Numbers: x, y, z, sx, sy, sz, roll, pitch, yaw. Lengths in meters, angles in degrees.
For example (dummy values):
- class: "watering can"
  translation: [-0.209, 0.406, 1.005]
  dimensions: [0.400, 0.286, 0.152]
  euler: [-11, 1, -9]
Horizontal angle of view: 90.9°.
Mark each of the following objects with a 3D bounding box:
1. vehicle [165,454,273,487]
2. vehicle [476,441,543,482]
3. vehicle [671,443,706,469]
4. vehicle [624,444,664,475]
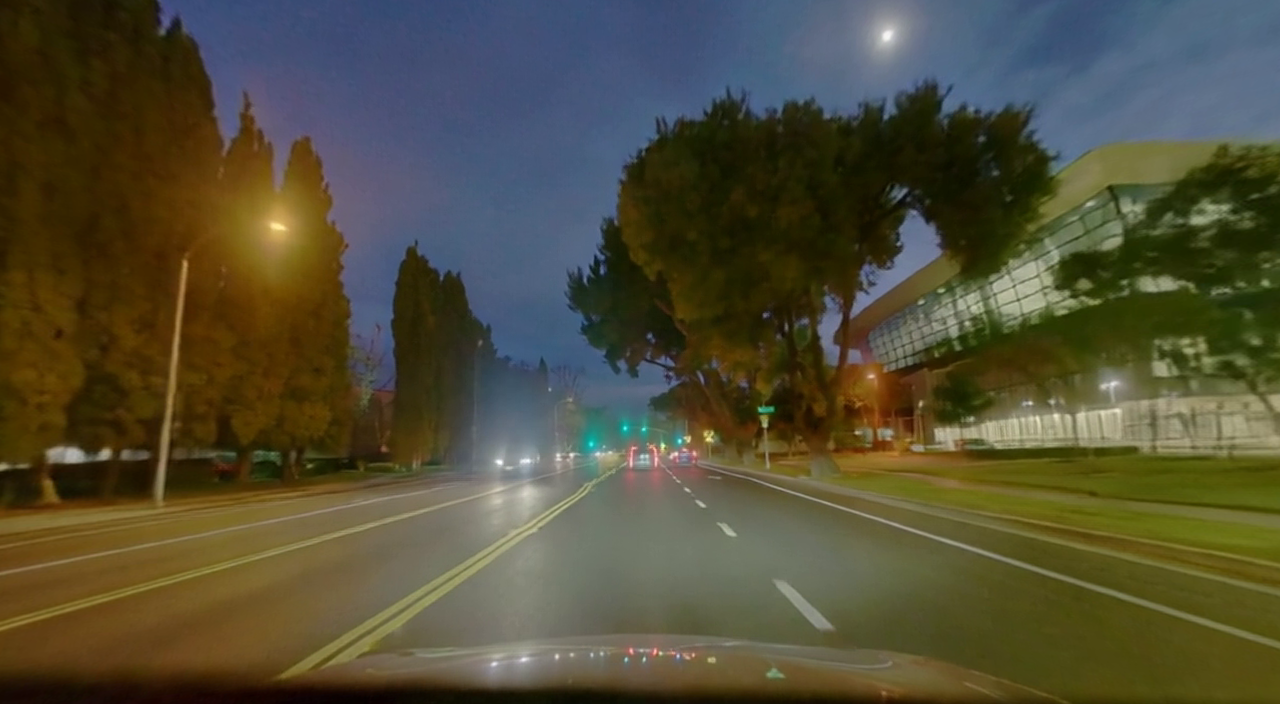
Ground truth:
- class: "vehicle"
  translation: [-22.381, 6.282, 33.626]
  dimensions: [4.330, 1.656, 2.001]
  euler: [-1, -9, 3]
- class: "vehicle"
  translation: [-6.245, 5.310, 30.785]
  dimensions: [2.247, 1.825, 4.618]
  euler: [0, -9, 1]
- class: "vehicle"
  translation: [3.565, 7.716, 46.928]
  dimensions: [2.189, 1.766, 4.495]
  euler: [0, -9, 0]
- class: "vehicle"
  translation: [0.249, 6.008, 35.454]
  dimensions: [2.109, 1.612, 3.963]
  euler: [0, -9, 1]
